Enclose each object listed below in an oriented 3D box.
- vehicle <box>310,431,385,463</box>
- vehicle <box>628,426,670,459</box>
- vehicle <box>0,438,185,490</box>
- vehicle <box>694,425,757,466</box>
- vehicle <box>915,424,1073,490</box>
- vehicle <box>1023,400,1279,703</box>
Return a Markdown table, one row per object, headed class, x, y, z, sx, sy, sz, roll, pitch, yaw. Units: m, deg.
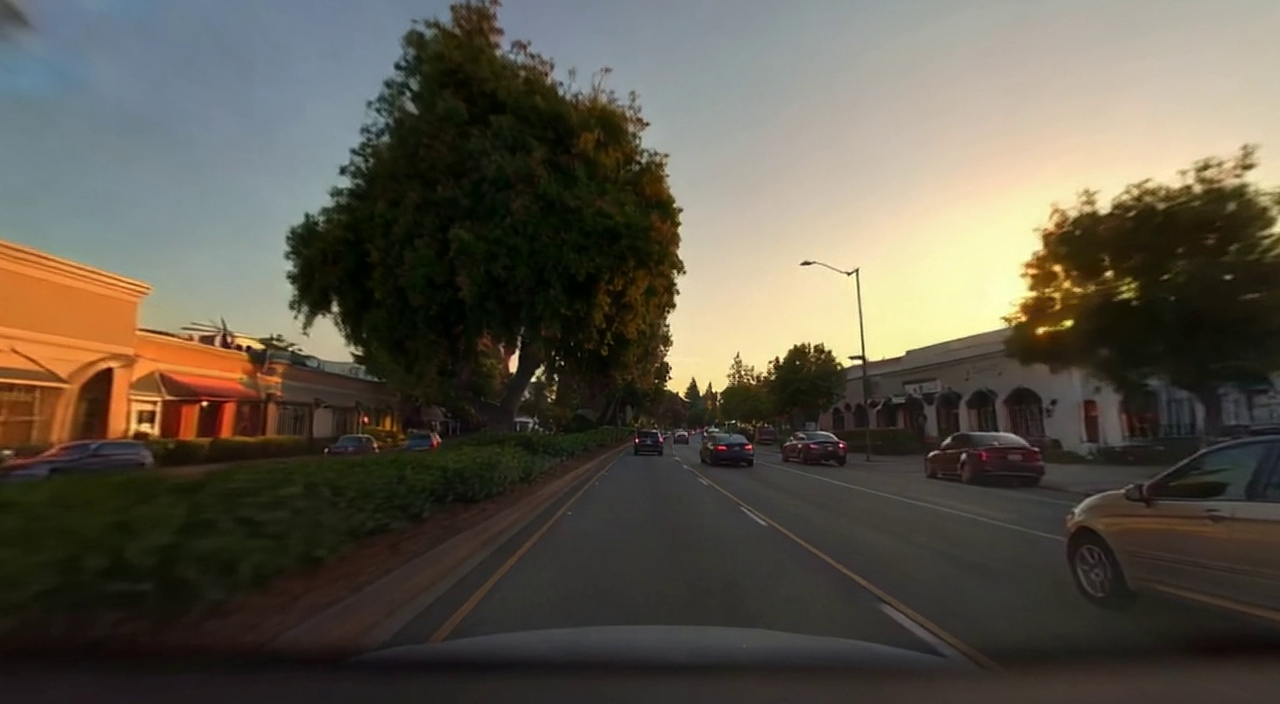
| class | x | y | z | sx | sy | sz | roll | pitch | yaw |
| --- | --- | --- | --- | --- | --- | --- | --- | --- | --- |
| vehicle | -18.994 | 6.166 | 41.066 | 2.488 | 1.752 | 4.991 | -2 | -6 | 1 |
| vehicle | 0.424 | 4.850 | 33.607 | 2.098 | 1.682 | 3.778 | 0 | -8 | -1 |
| vehicle | -18.821 | 3.759 | 21.660 | 2.034 | 1.532 | 5.548 | 0 | -8 | 1 |
| vehicle | 3.708 | 4.137 | 27.897 | 2.115 | 1.692 | 4.189 | 0 | -8 | -1 |
| vehicle | 10.387 | 3.121 | 18.924 | 2.123 | 1.726 | 4.520 | 0 | -8 | 0 |
| vehicle | 3.914 | 0.904 | 2.490 | 1.908 | 1.463 | 4.506 | 0 | -8 | -1 |
